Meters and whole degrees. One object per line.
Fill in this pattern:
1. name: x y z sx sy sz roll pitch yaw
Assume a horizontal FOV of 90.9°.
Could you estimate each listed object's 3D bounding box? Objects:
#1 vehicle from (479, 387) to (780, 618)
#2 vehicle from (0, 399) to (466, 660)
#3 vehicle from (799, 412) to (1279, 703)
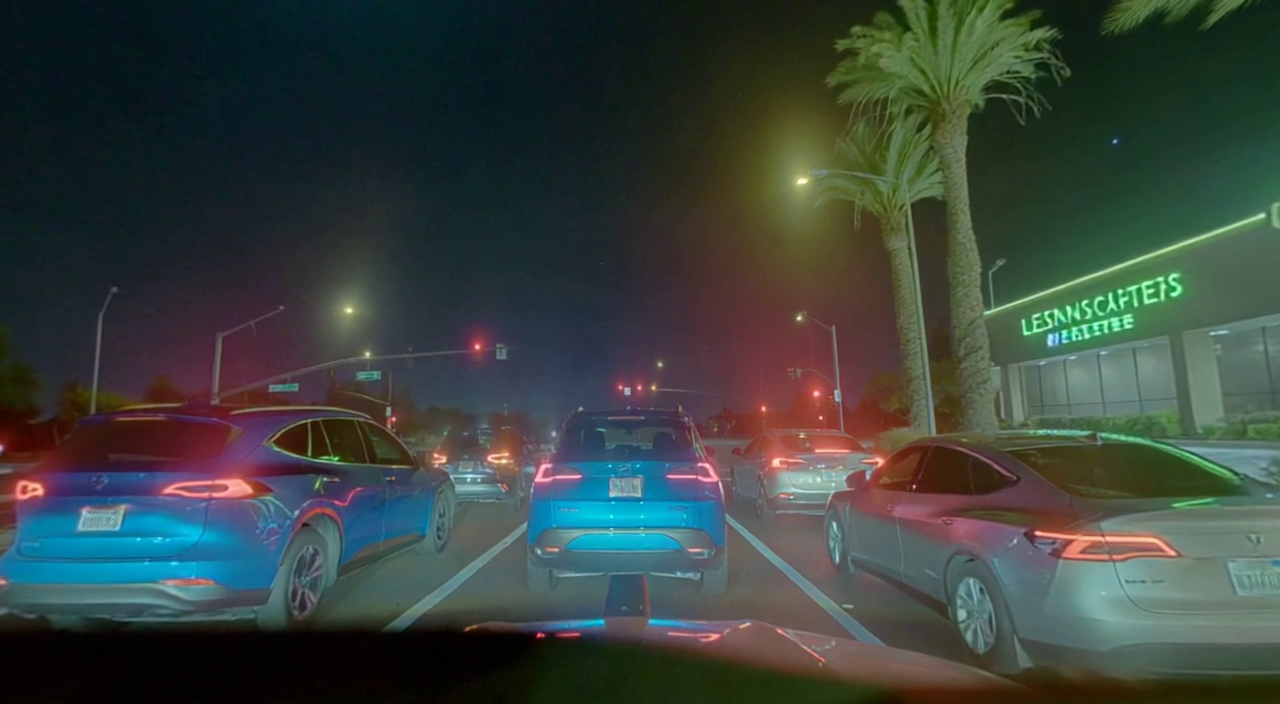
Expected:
1. vehicle: -0.137 1.465 7.065 2.280 1.747 4.361 0 -8 -2
2. vehicle: -3.352 1.385 6.049 2.014 1.534 4.455 0 -8 1
3. vehicle: 2.967 1.370 5.257 2.017 1.491 4.611 0 -8 -1
